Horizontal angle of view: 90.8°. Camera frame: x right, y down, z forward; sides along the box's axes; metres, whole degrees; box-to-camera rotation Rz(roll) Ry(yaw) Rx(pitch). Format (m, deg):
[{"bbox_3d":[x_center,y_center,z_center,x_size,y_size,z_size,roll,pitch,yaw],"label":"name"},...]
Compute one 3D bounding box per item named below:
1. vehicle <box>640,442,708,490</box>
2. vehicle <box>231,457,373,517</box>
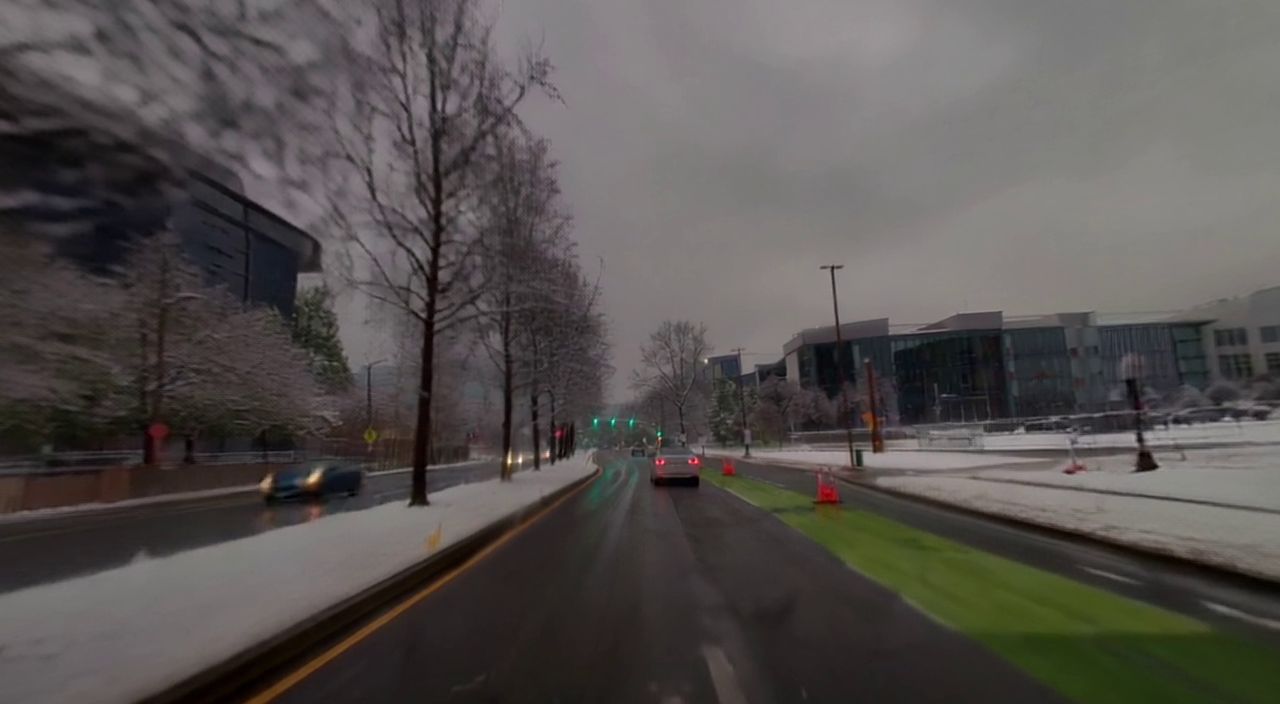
[{"bbox_3d":[1.080,3.931,22.178,2.114,1.493,4.430,0,-8,0],"label":"vehicle"},{"bbox_3d":[-9.970,3.991,19.126,2.010,1.487,4.427,0,-8,-3],"label":"vehicle"}]
